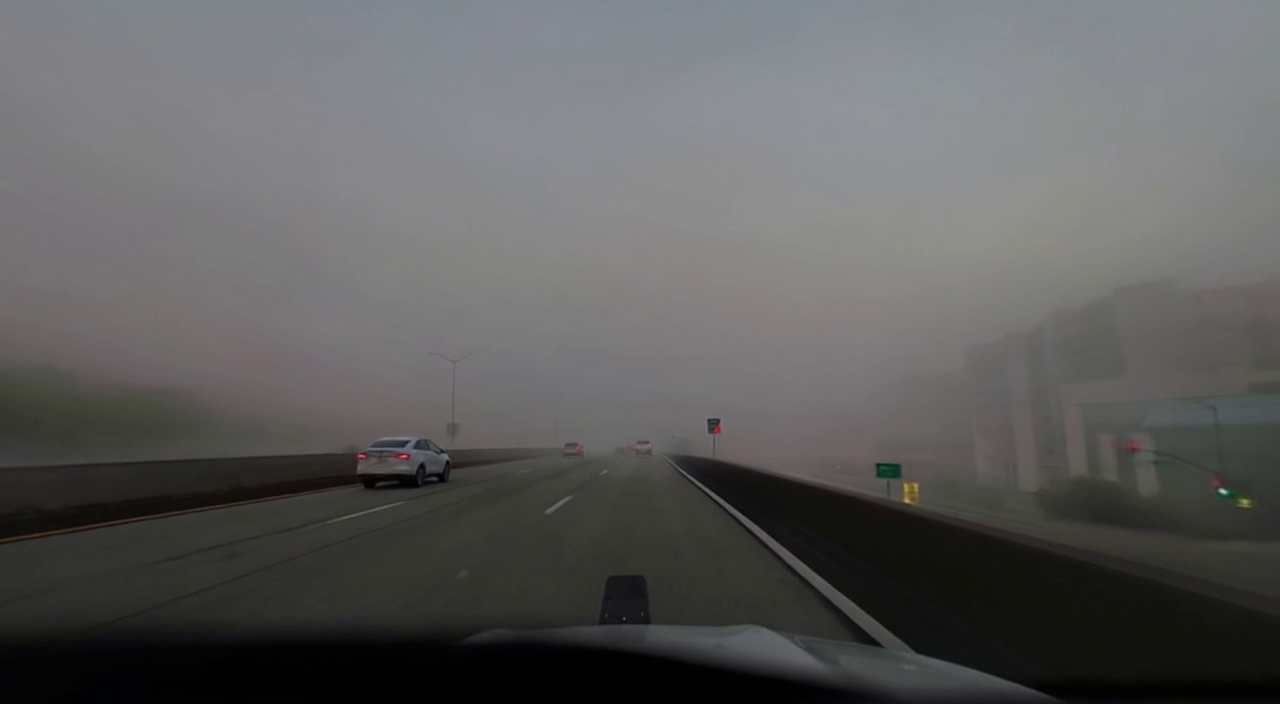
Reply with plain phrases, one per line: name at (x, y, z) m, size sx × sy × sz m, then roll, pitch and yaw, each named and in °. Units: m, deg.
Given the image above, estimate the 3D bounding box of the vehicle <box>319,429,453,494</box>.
vehicle at (-7.287, 3.171, 18.711) m, size 2.088 × 1.678 × 4.426 m, roll 0°, pitch -8°, yaw 1°
